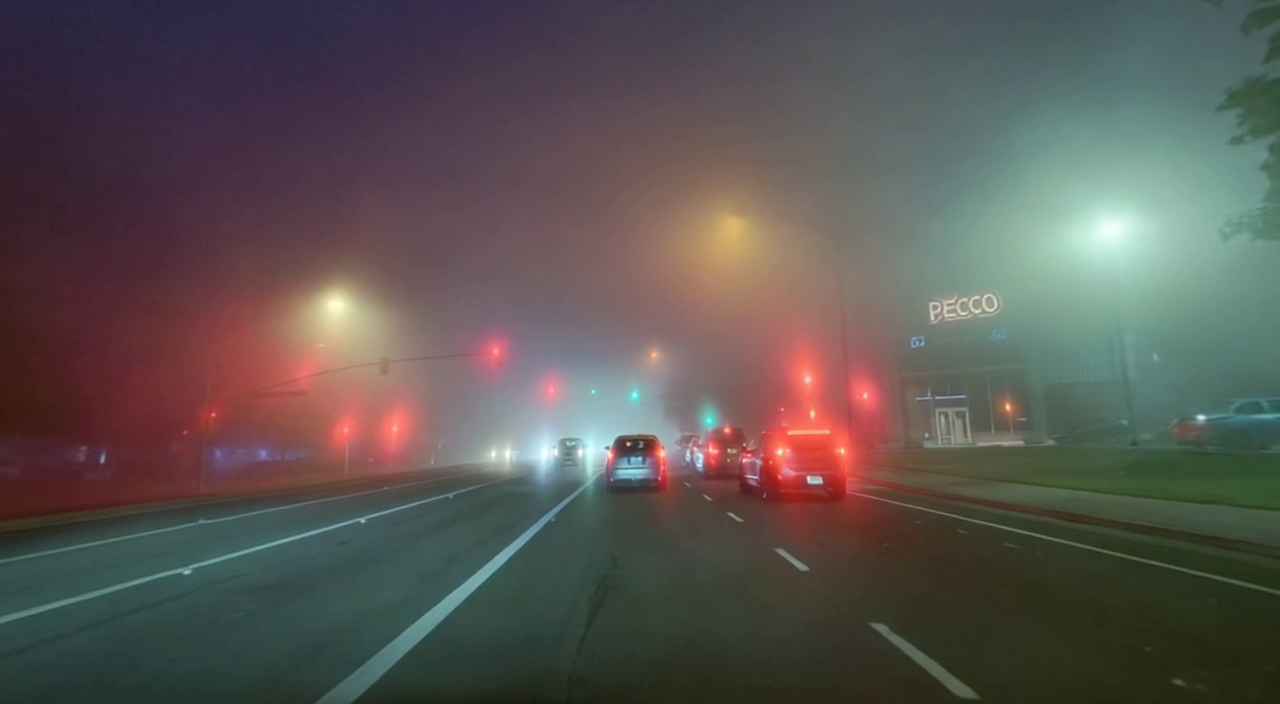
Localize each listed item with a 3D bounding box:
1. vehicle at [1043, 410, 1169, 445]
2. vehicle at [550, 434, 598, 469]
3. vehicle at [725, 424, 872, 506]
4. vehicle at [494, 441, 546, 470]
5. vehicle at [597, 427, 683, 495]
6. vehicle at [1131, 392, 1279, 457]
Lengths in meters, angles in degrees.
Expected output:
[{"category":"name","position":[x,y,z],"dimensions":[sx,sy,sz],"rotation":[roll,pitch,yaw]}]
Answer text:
[{"category":"vehicle","position":[23.905,3.907,32.541],"dimensions":[4.854,1.712,2.017],"rotation":[0,-9,-1]},{"category":"vehicle","position":[-3.514,5.380,34.331],"dimensions":[2.106,1.778,4.444],"rotation":[0,-9,0]},{"category":"vehicle","position":[3.570,2.654,15.256],"dimensions":[2.198,1.660,4.512],"rotation":[0,-9,-2]},{"category":"vehicle","position":[-6.585,5.692,35.028],"dimensions":[1.954,1.473,4.350],"rotation":[0,-9,1]},{"category":"vehicle","position":[-0.091,3.037,17.951],"dimensions":[2.146,1.685,4.003],"rotation":[0,-9,-2]},{"category":"vehicle","position":[15.438,1.851,15.956],"dimensions":[4.344,1.512,1.936],"rotation":[-1,-9,3]}]
